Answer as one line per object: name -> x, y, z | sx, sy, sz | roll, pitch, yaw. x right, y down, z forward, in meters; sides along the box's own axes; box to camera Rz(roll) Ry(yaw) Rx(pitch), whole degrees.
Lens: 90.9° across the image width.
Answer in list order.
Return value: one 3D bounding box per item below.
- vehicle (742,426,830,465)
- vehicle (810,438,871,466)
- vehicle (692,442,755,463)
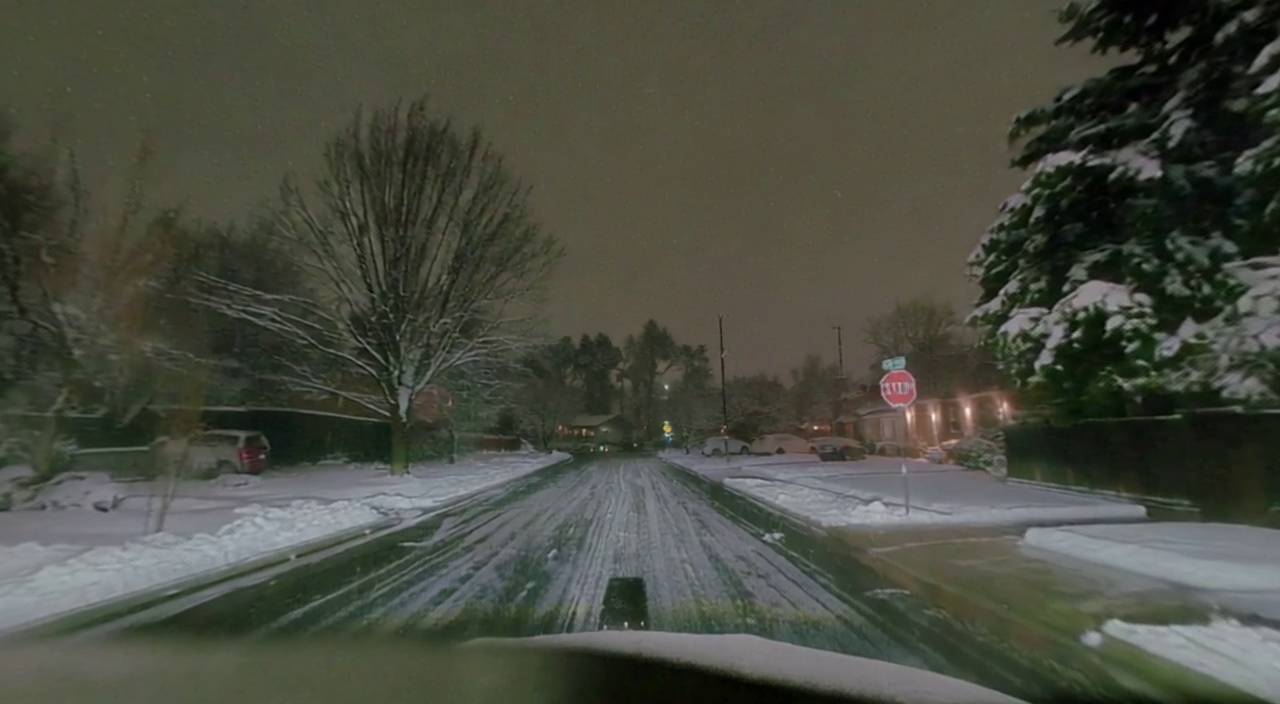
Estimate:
vehicle -> 9.798, 6.268, 42.560 | 5.239, 1.933, 2.131 | -5, -3, -3
vehicle -> 11.656, 5.745, 36.396 | 2.004, 1.511, 4.494 | -6, -10, 35
vehicle -> 5.928, 7.216, 45.223 | 4.229, 1.402, 1.811 | 0, -8, 0
